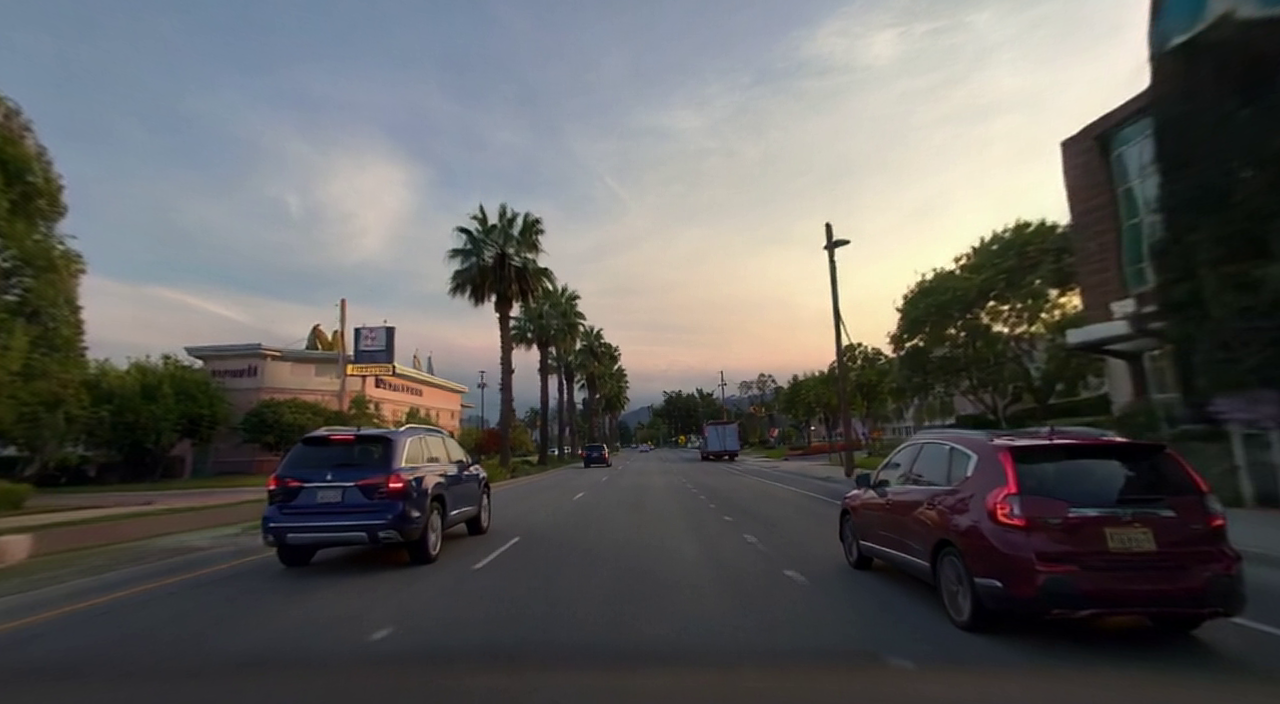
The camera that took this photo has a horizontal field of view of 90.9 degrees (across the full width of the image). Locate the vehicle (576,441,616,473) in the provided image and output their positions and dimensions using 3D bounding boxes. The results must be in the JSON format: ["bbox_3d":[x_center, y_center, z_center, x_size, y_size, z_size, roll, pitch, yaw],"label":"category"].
[{"bbox_3d":[-2.535,6.188,37.504,1.998,1.743,4.402,-1,-8,1],"label":"vehicle"}]

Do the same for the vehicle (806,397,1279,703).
[{"bbox_3d":[2.885,1.277,5.055,1.946,1.513,4.133,0,-8,0],"label":"vehicle"}]

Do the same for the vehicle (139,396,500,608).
[{"bbox_3d":[-3.256,1.618,7.701,2.058,1.804,4.391,0,-8,0],"label":"vehicle"}]
